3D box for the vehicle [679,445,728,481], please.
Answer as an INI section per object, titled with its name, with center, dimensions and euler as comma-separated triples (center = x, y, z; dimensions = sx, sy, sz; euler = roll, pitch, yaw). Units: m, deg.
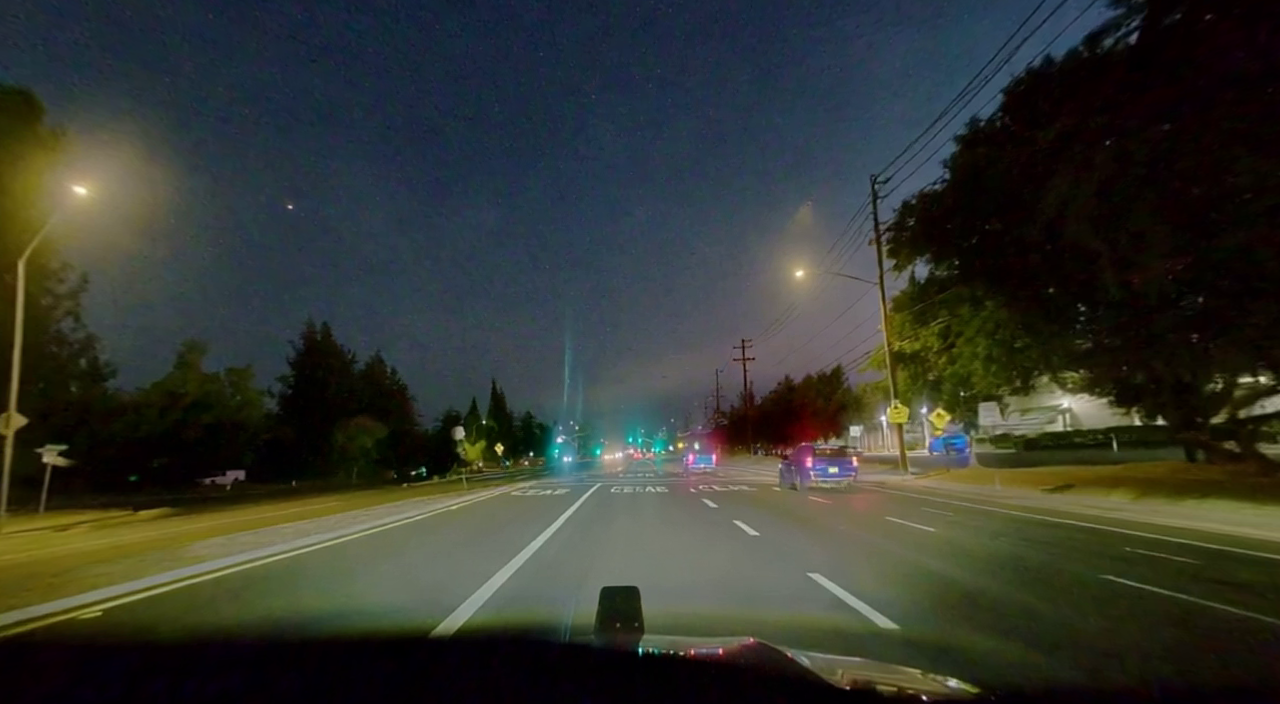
[vehicle]
center = 3.421, 6.061, 34.879
dimensions = 2.086, 1.803, 4.607
euler = 0, -9, -1
